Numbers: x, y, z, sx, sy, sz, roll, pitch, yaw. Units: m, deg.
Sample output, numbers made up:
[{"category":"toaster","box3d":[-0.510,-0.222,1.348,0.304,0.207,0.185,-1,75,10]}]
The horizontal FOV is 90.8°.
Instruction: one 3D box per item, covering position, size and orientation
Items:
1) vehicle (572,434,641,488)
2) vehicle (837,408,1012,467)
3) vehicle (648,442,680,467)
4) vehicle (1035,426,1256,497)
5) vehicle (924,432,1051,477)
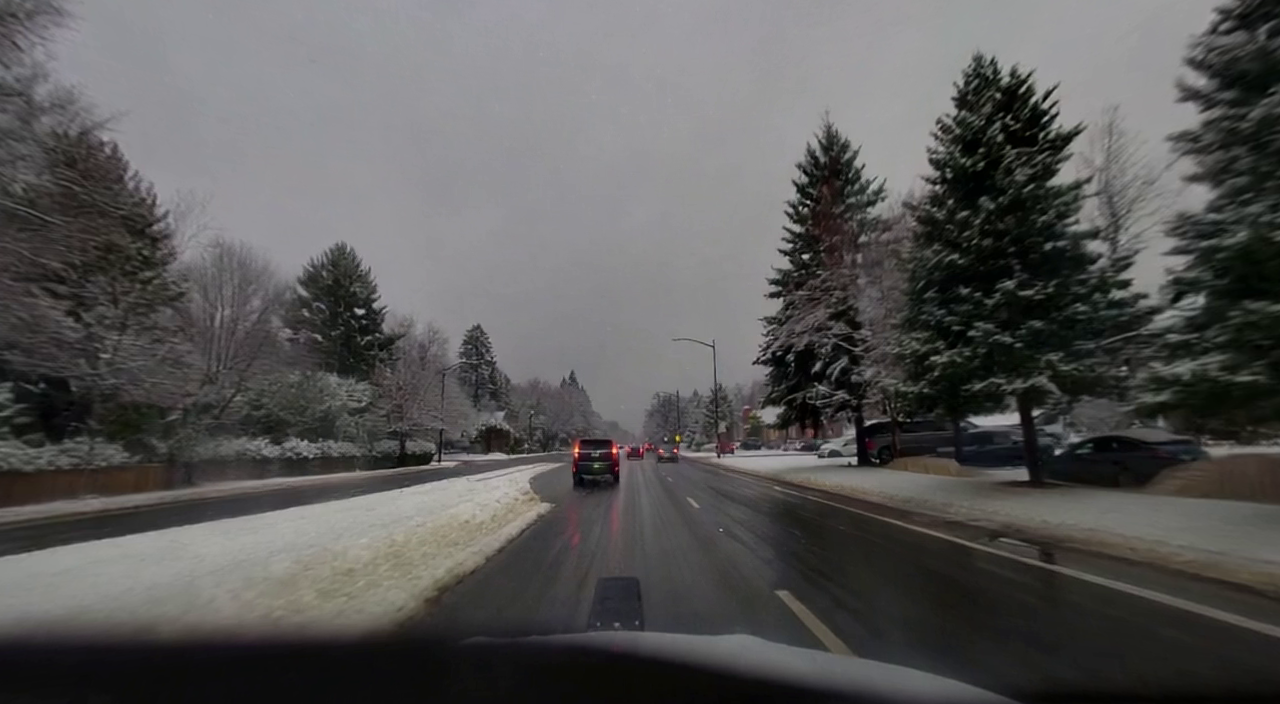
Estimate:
[{"category":"vehicle","box3d":[-1.279,3.890,22.882,2.205,1.706,4.904,1,-8,-5]},{"category":"vehicle","box3d":[11.806,3.653,26.693,2.483,2.209,6.171,8,-11,-42]},{"category":"vehicle","box3d":[1.567,6.864,42.427,2.003,1.614,4.072,0,-8,1]},{"category":"vehicle","box3d":[12.013,2.592,15.223,3.848,1.459,1.951,-7,-11,41]},{"category":"vehicle","box3d":[12.164,3.590,22.246,1.740,1.431,3.431,8,-11,-42]}]
